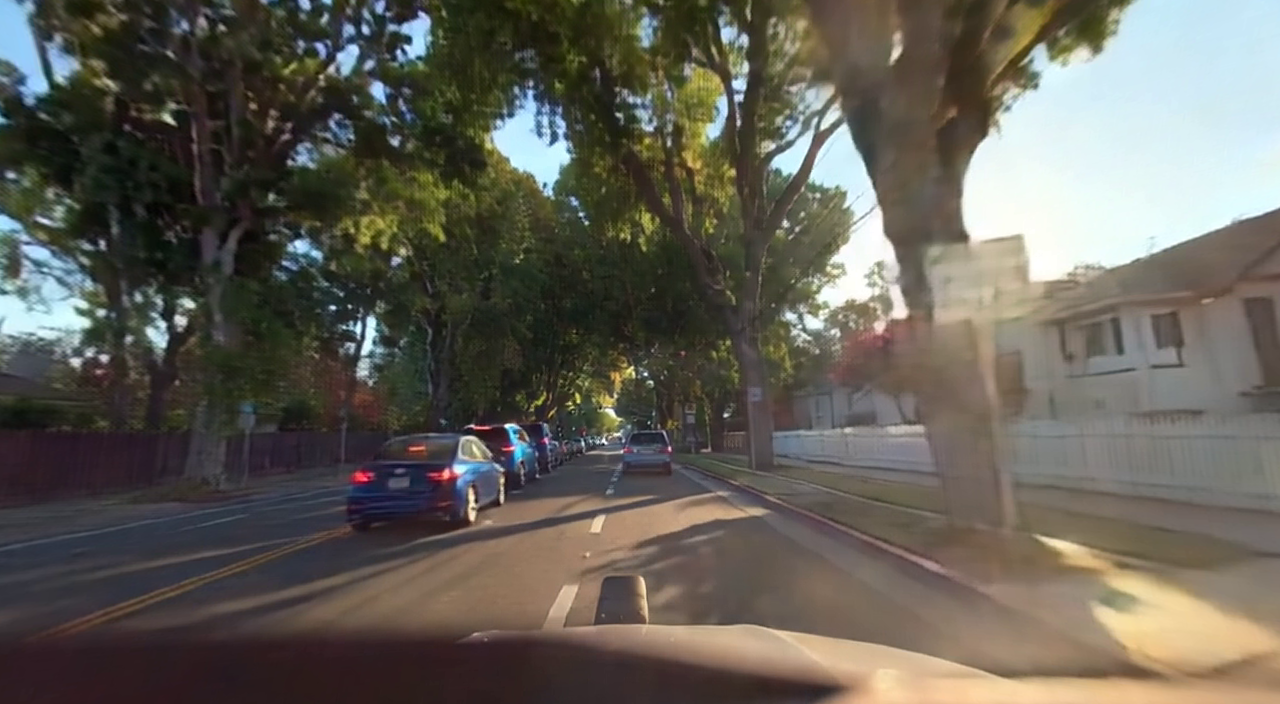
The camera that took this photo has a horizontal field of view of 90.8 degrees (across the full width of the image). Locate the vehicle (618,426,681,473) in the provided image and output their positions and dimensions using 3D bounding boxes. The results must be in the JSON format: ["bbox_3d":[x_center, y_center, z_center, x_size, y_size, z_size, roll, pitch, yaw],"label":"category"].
[{"bbox_3d":[0.277,3.871,25.271,2.258,1.682,4.635,0,-8,-2],"label":"vehicle"}]

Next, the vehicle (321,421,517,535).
[{"bbox_3d":[-3.373,2.006,10.711,1.919,1.501,4.509,0,-8,-3],"label":"vehicle"}]
